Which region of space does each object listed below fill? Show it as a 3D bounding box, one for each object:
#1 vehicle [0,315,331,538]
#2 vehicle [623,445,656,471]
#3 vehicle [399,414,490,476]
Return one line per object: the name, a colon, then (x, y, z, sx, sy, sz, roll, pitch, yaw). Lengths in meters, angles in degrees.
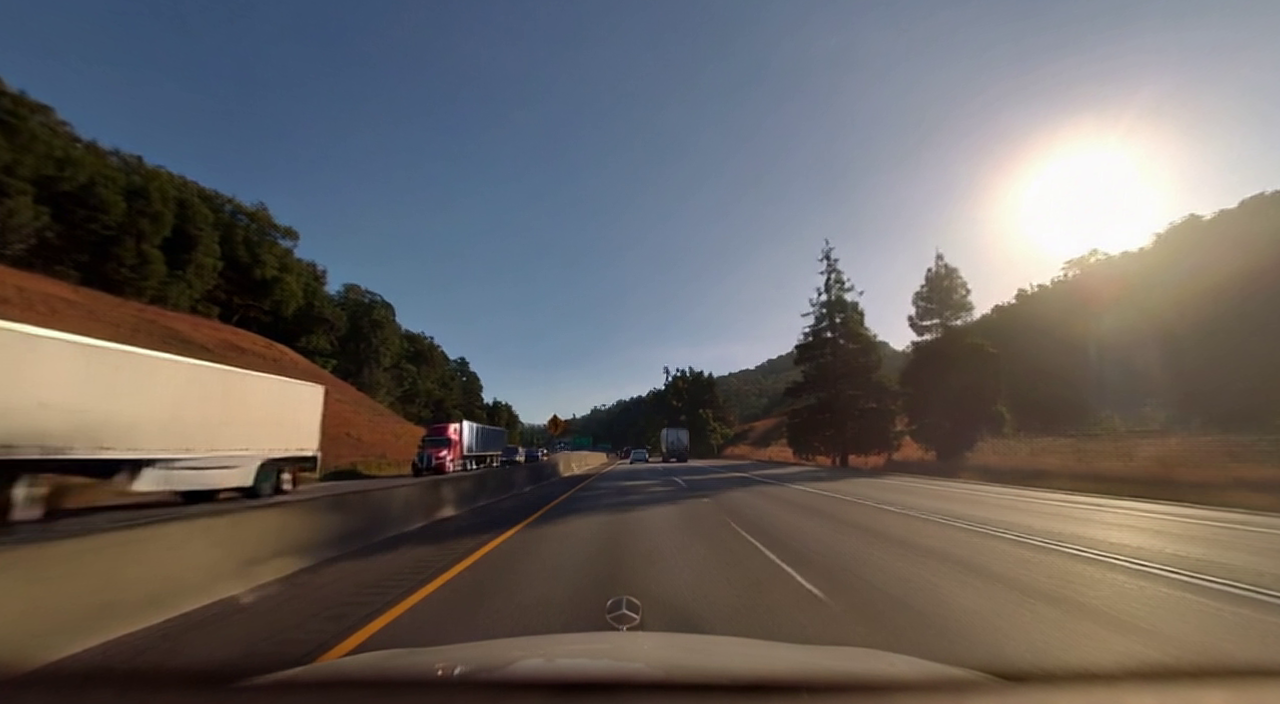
vehicle: (-12.970, 2.068, 16.171, 2.859, 3.965, 14.502, 0, -9, -1)
vehicle: (-0.031, 7.158, 42.908, 2.137, 1.689, 4.051, 0, -9, 0)
vehicle: (-13.111, 6.457, 43.668, 2.919, 3.755, 10.586, 0, -9, 0)
